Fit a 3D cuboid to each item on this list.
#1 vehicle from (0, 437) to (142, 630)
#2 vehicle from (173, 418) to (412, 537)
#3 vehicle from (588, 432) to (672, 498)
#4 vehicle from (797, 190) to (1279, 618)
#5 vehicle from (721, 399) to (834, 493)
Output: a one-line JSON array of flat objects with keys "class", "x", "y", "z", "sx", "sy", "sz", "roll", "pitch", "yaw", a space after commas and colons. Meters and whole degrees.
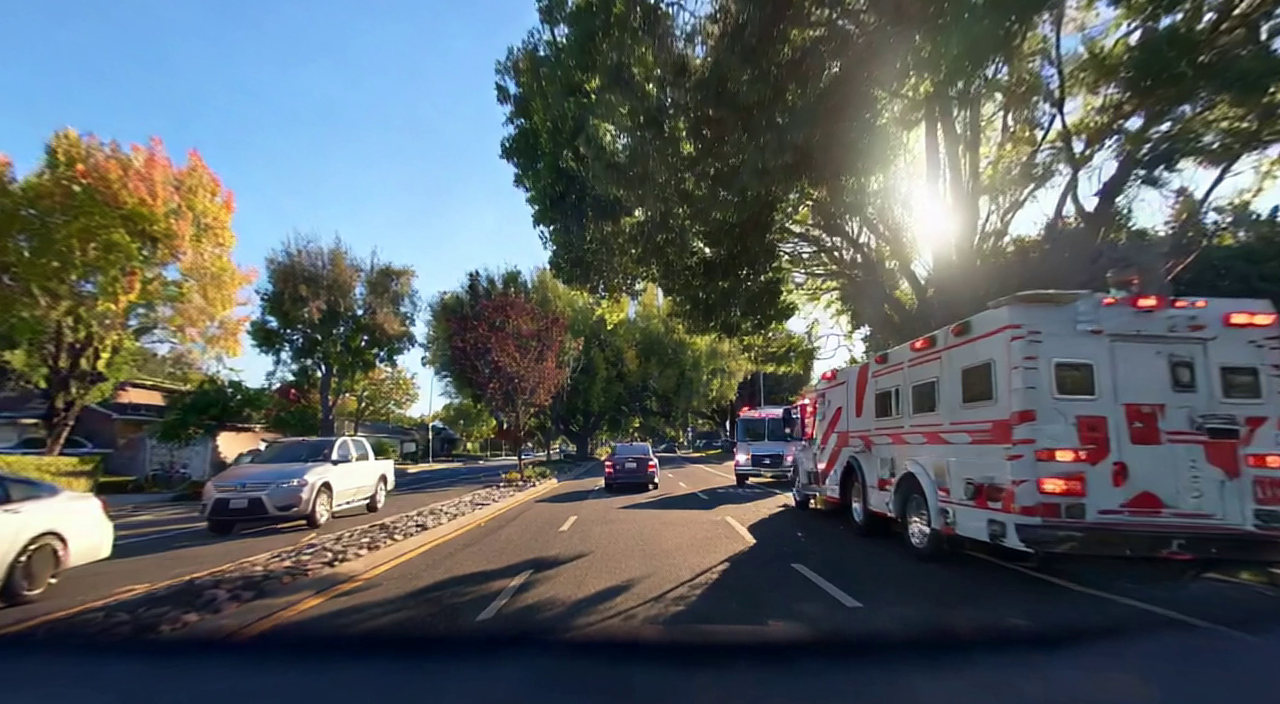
[{"class": "vehicle", "x": -5.861, "y": 1.240, "z": 3.837, "sx": 1.969, "sy": 1.457, "sz": 4.532, "roll": 0, "pitch": -8, "yaw": 0}, {"class": "vehicle", "x": -6.434, "y": 2.365, "z": 12.597, "sx": 2.165, "sy": 1.876, "sz": 4.903, "roll": 0, "pitch": -8, "yaw": -3}, {"class": "vehicle", "x": -0.206, "y": 3.115, "z": 17.780, "sx": 2.106, "sy": 1.655, "sz": 3.717, "roll": 0, "pitch": -8, "yaw": 1}, {"class": "vehicle", "x": 5.160, "y": 1.121, "z": 9.448, "sx": 2.885, "sy": 3.246, "sz": 9.408, "roll": 0, "pitch": -10, "yaw": -2}, {"class": "vehicle", "x": 5.126, "y": 3.403, "z": 22.794, "sx": 2.654, "sy": 2.824, "sz": 5.794, "roll": -7, "pitch": -10, "yaw": 23}]
